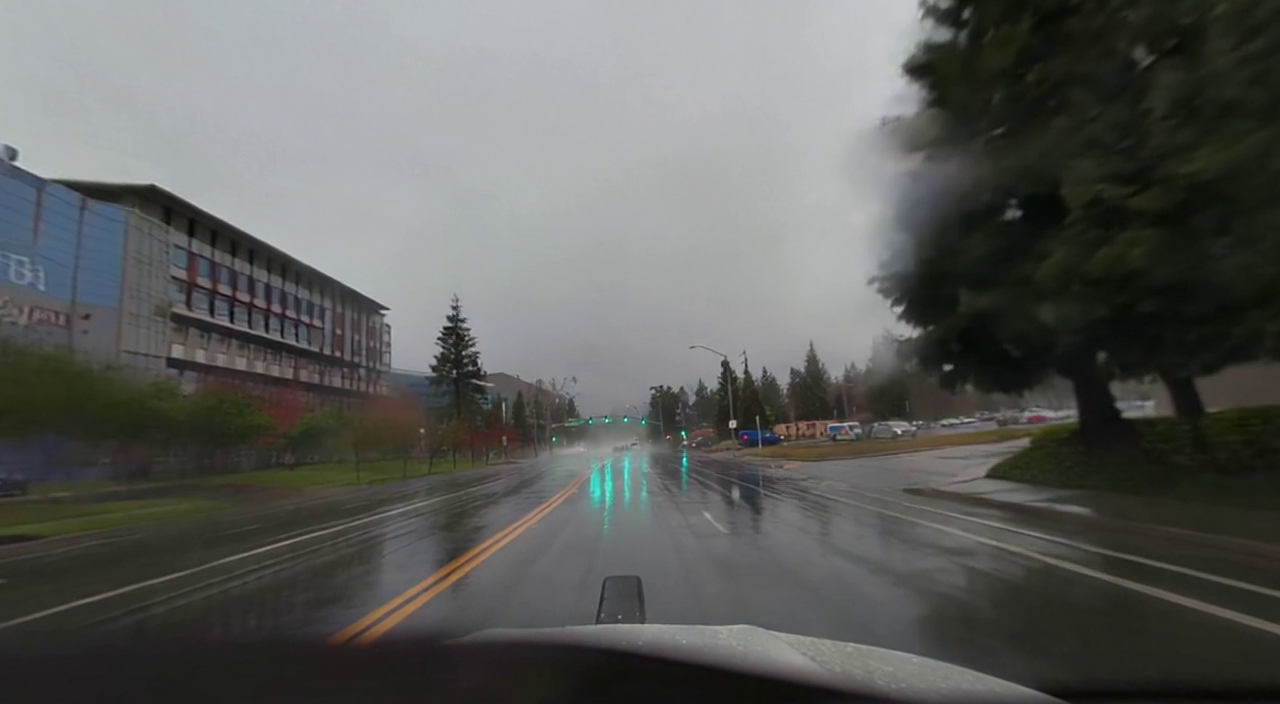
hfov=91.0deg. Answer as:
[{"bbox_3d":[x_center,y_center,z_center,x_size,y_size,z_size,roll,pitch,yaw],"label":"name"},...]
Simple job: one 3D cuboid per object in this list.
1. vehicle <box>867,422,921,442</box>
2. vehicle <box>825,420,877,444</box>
[{"bbox_3d":[19.437,6.196,48.364,2.021,1.472,4.047,1,-8,-8],"label":"vehicle"},{"bbox_3d":[16.523,6.324,49.492,2.059,1.788,4.708,1,-8,-5],"label":"vehicle"}]
